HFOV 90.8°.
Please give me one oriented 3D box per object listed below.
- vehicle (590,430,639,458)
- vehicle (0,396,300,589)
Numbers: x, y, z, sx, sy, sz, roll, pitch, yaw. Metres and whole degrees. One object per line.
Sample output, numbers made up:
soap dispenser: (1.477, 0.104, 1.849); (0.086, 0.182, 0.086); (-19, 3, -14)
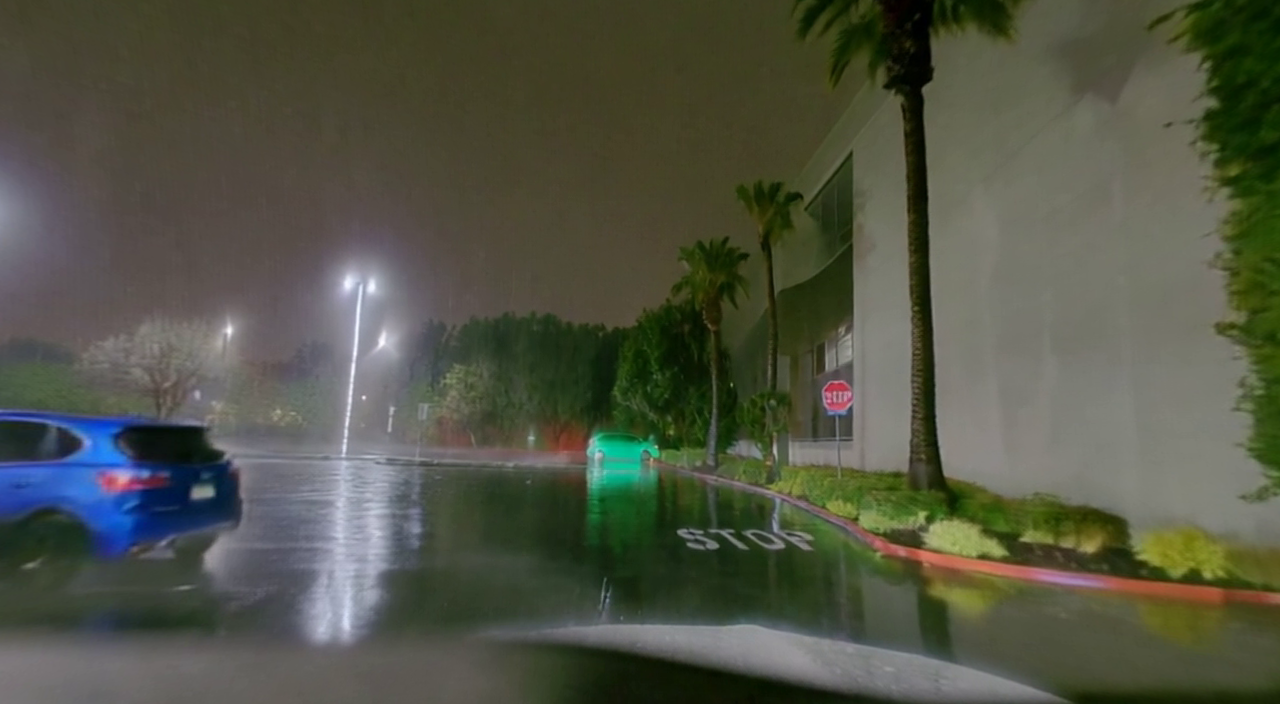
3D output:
vehicle: (-1.690, 5.933, 40.667); (2.071, 1.700, 4.367); (3, -9, -18)
vehicle: (-6.516, 1.413, 6.920); (4.615, 1.642, 1.978); (-2, -9, 12)
